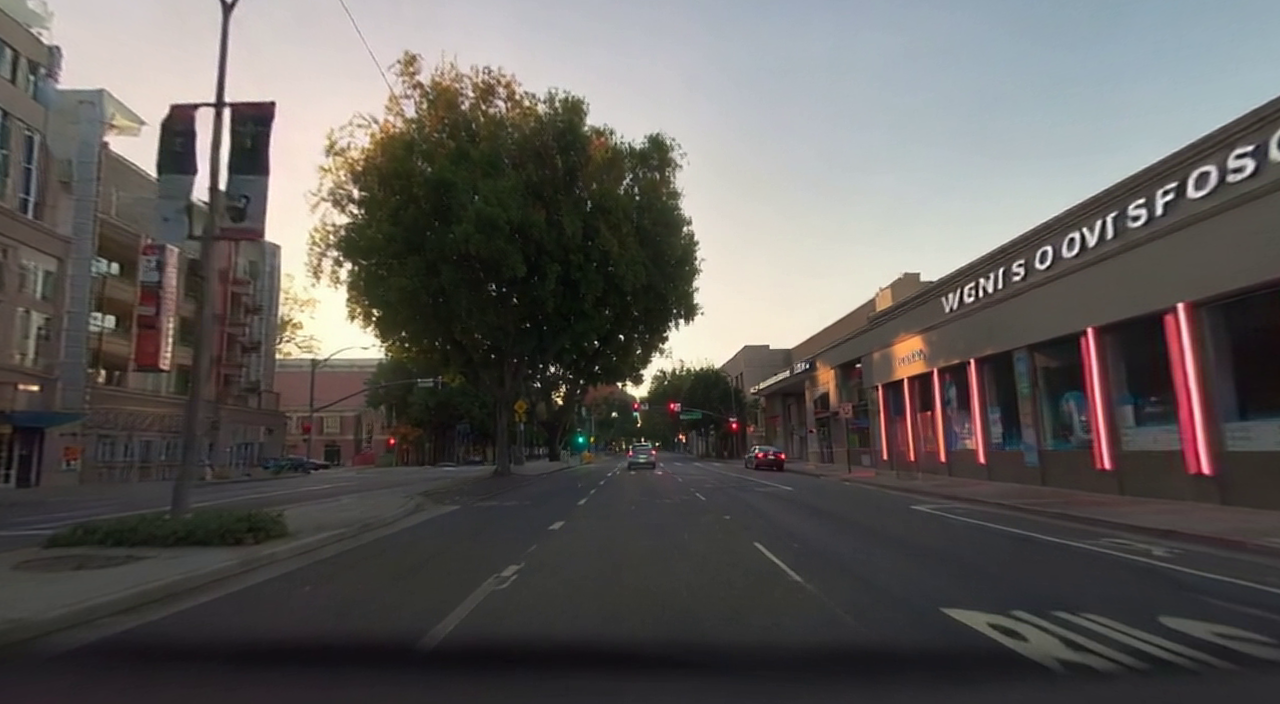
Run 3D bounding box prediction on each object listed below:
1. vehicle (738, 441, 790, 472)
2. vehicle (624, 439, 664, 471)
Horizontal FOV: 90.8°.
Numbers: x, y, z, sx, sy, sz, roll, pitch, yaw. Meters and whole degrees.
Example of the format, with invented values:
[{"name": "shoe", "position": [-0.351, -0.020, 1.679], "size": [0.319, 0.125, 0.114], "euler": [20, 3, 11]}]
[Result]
[{"name": "vehicle", "position": [7.431, 6.328, 38.447], "size": [1.987, 1.772, 4.749], "euler": [0, -9, -3]}, {"name": "vehicle", "position": [0.295, 6.065, 37.418], "size": [2.223, 1.775, 4.250], "euler": [0, -9, 1]}]
